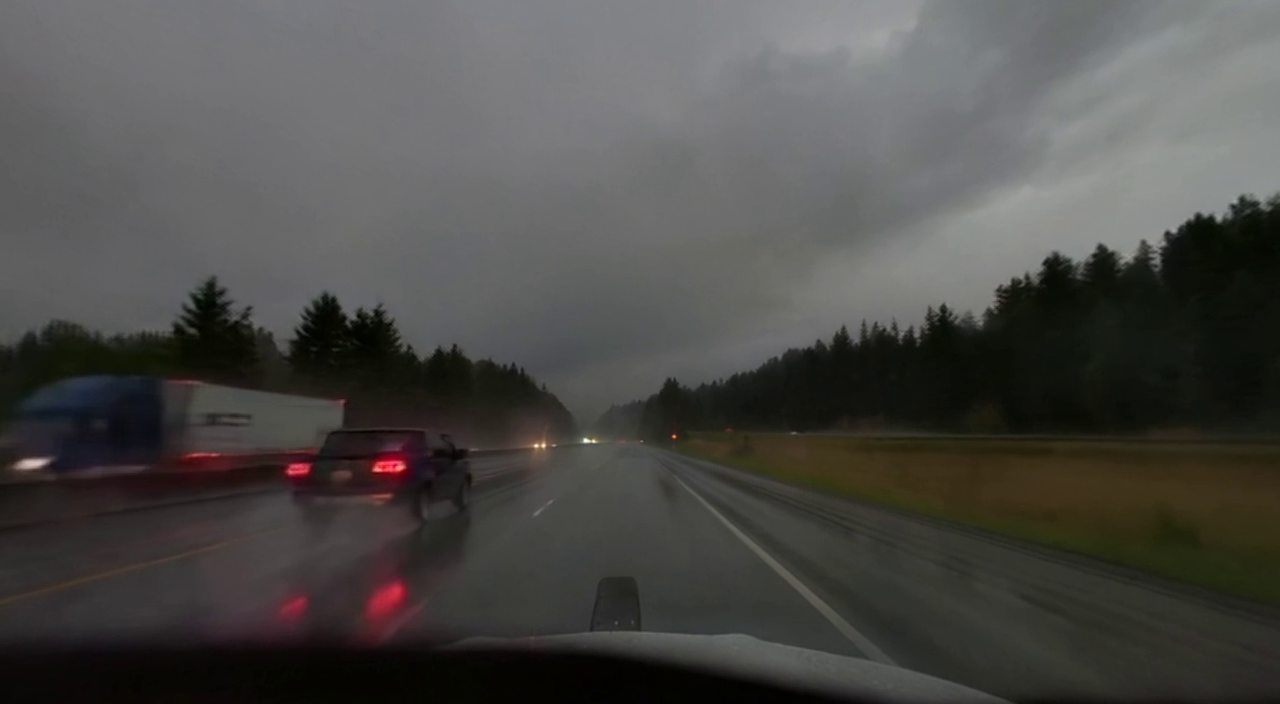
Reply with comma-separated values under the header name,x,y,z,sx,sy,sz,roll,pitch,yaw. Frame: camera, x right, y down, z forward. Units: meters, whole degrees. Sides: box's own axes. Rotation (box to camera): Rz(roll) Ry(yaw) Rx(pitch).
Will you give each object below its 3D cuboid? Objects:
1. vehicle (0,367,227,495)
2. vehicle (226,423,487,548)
name,x,y,z,sx,sy,sz,roll,pitch,yaw
vehicle,-17.772,2.749,21.714,2.950,3.801,5.860,0,-8,-1
vehicle,-4.265,2.077,10.607,2.202,1.587,4.754,0,-8,0
